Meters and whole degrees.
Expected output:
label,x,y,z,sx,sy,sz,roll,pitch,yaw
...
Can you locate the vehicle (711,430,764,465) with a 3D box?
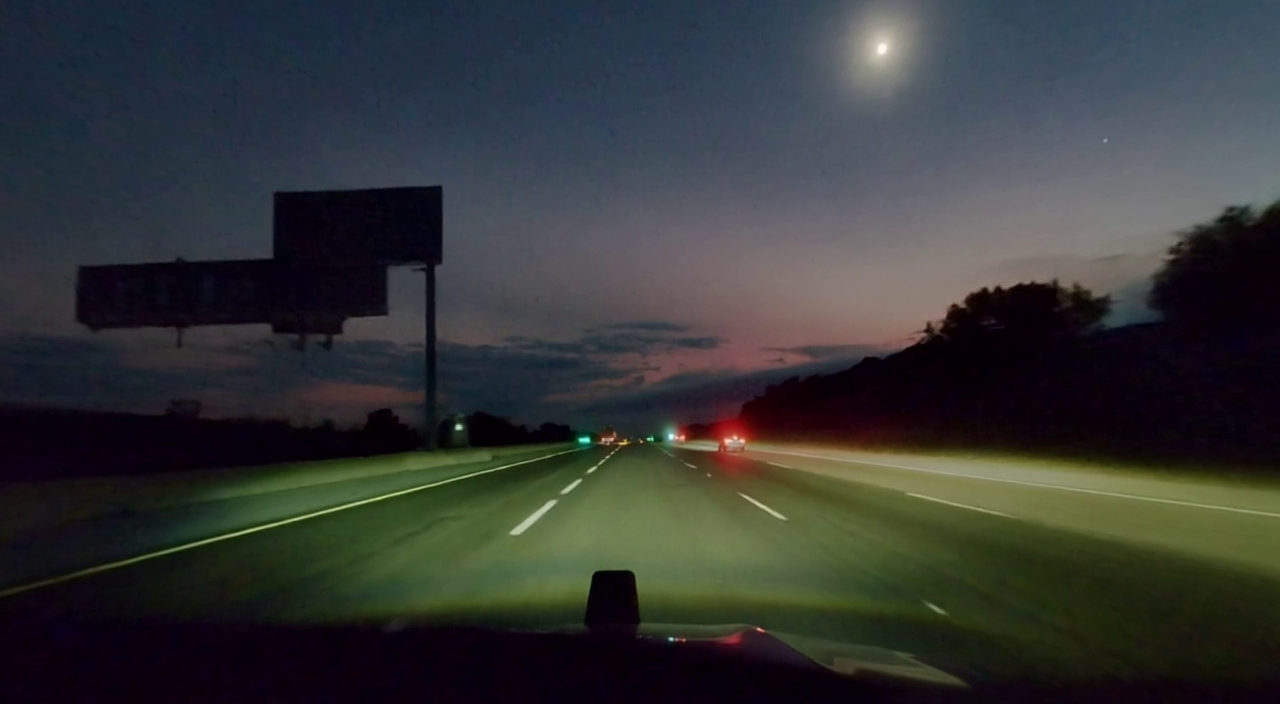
label,x,y,z,sx,sy,sz,roll,pitch,yaw
vehicle,4.418,4.364,29.028,1.802,1.492,3.804,0,-8,-1
